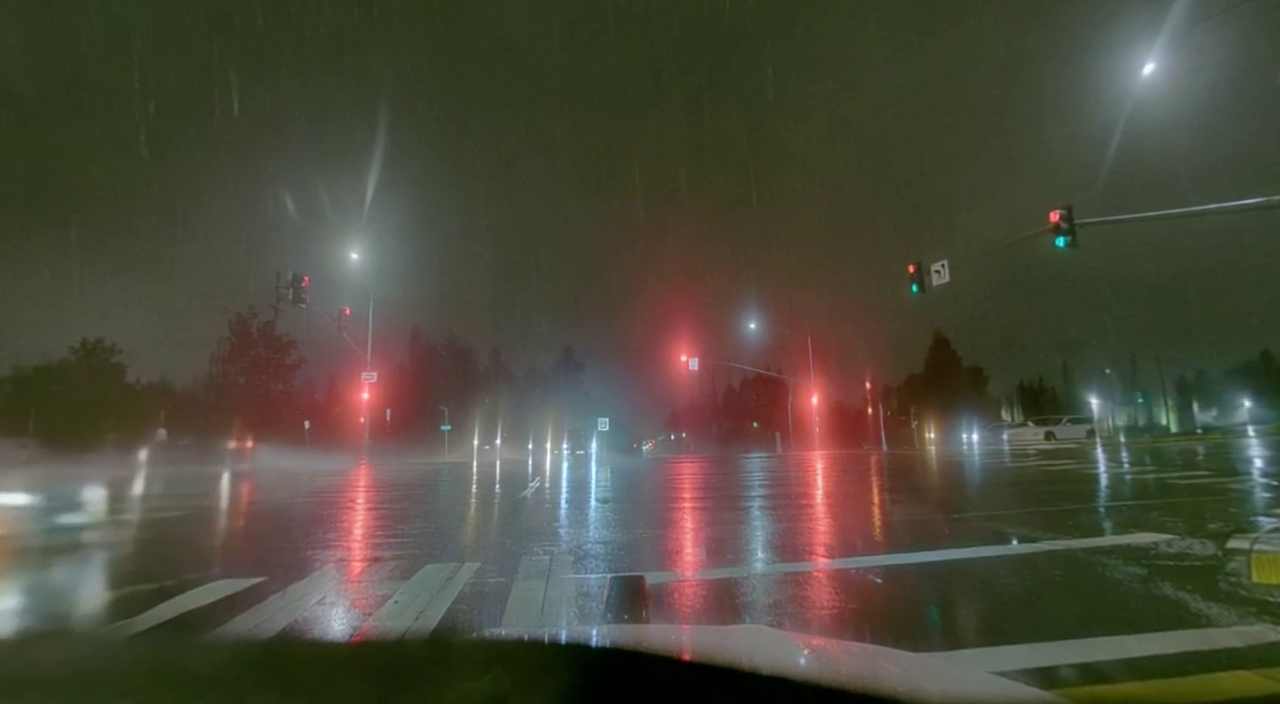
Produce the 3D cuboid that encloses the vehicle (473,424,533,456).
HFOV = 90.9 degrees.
[{"bbox_3d":[-8.491,5.552,39.614,2.000,1.864,5.044,-1,-9,9],"label":"vehicle"}]

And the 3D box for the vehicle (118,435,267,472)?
[{"bbox_3d":[-18.263,4.153,25.945,4.510,1.431,1.884,1,-9,-10],"label":"vehicle"}]

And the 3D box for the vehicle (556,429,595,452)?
[{"bbox_3d":[-4.391,6.171,43.772,1.919,1.467,4.086,-1,-9,5],"label":"vehicle"}]
